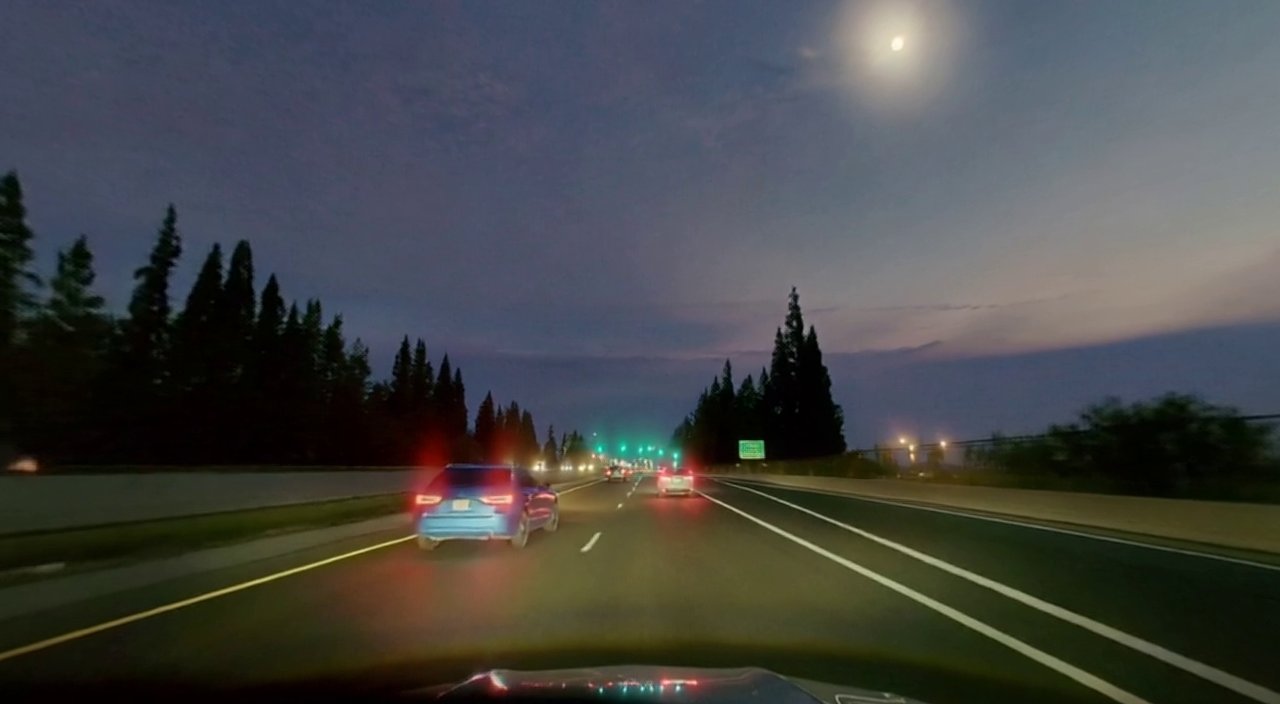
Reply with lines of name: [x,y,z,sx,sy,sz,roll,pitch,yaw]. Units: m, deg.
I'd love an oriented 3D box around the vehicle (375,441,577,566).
vehicle: [-2.526,2.547,11.195,2.176,1.678,4.724,0,-10,1]

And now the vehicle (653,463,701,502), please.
vehicle: [1.568,5.686,27.690,1.905,1.559,3.491,1,-10,0]
